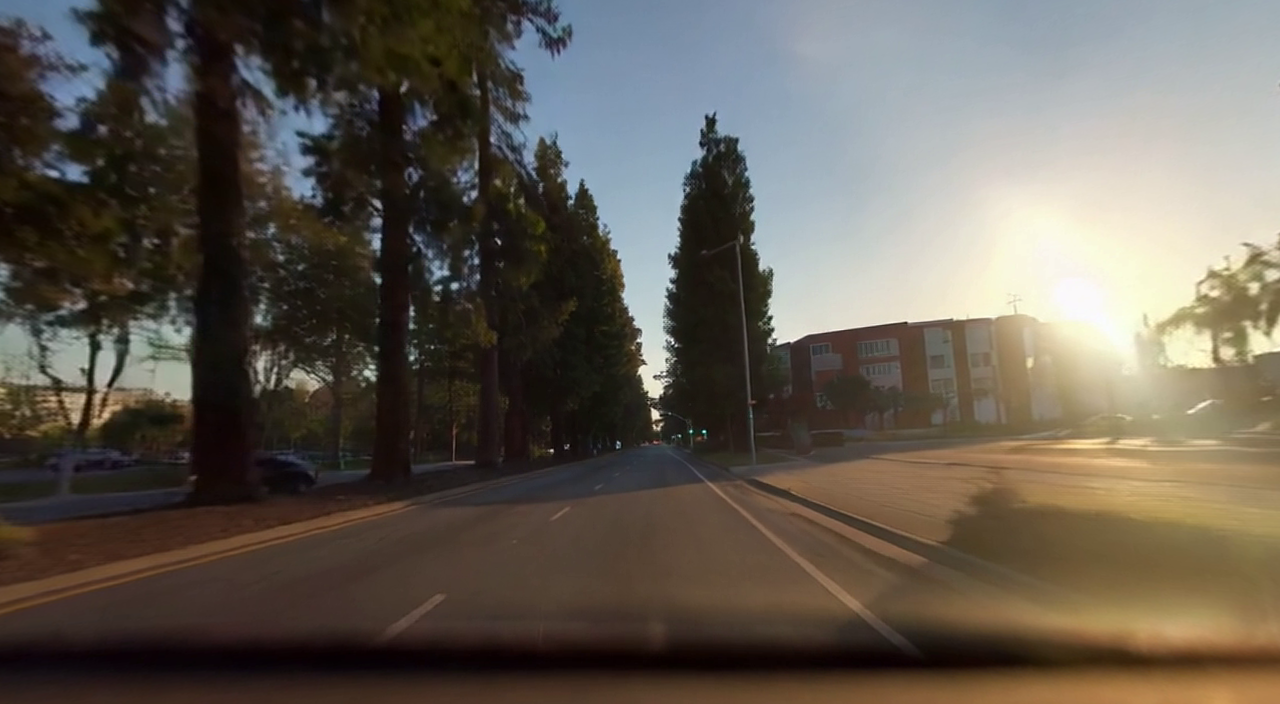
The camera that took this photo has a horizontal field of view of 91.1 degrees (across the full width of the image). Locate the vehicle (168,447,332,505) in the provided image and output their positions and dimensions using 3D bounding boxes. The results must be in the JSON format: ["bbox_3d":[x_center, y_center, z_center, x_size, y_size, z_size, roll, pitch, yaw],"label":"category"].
[{"bbox_3d":[-11.096,3.521,18.308,1.881,1.445,4.280,0,-8,2],"label":"vehicle"}]
